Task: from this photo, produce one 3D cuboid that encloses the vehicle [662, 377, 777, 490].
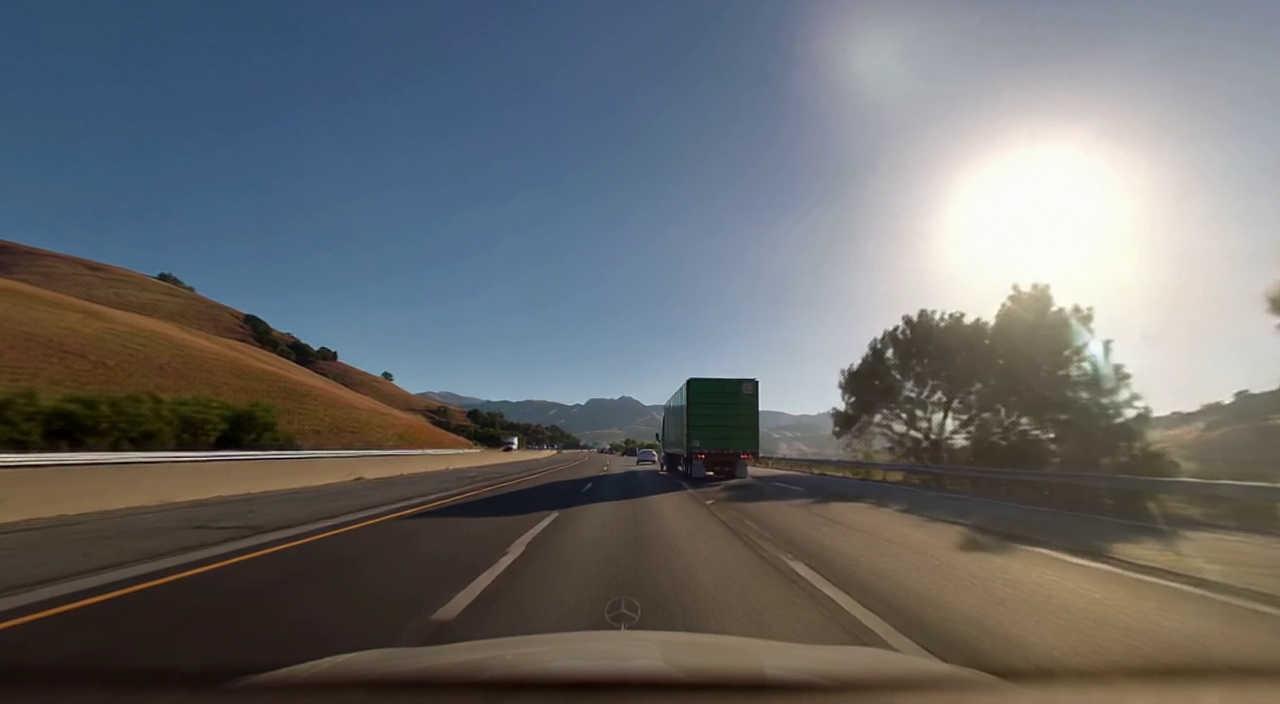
[{"bbox_3d":[3.209,4.245,31.481,3.462,4.177,16.311,0,-9,0],"label":"vehicle"}]
